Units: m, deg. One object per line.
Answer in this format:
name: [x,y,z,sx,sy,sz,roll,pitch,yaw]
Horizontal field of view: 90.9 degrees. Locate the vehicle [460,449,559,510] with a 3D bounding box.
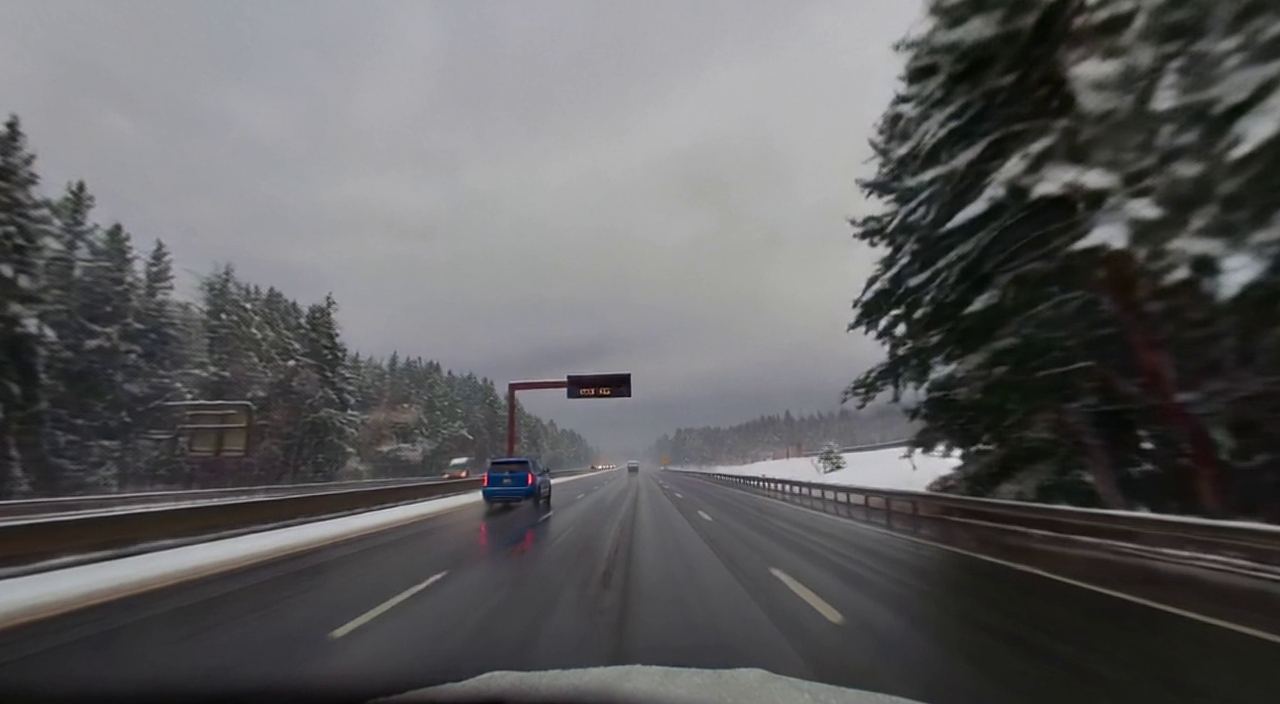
vehicle: [-3.785,3.826,19.103,2.081,1.586,4.245,1,-10,0]
